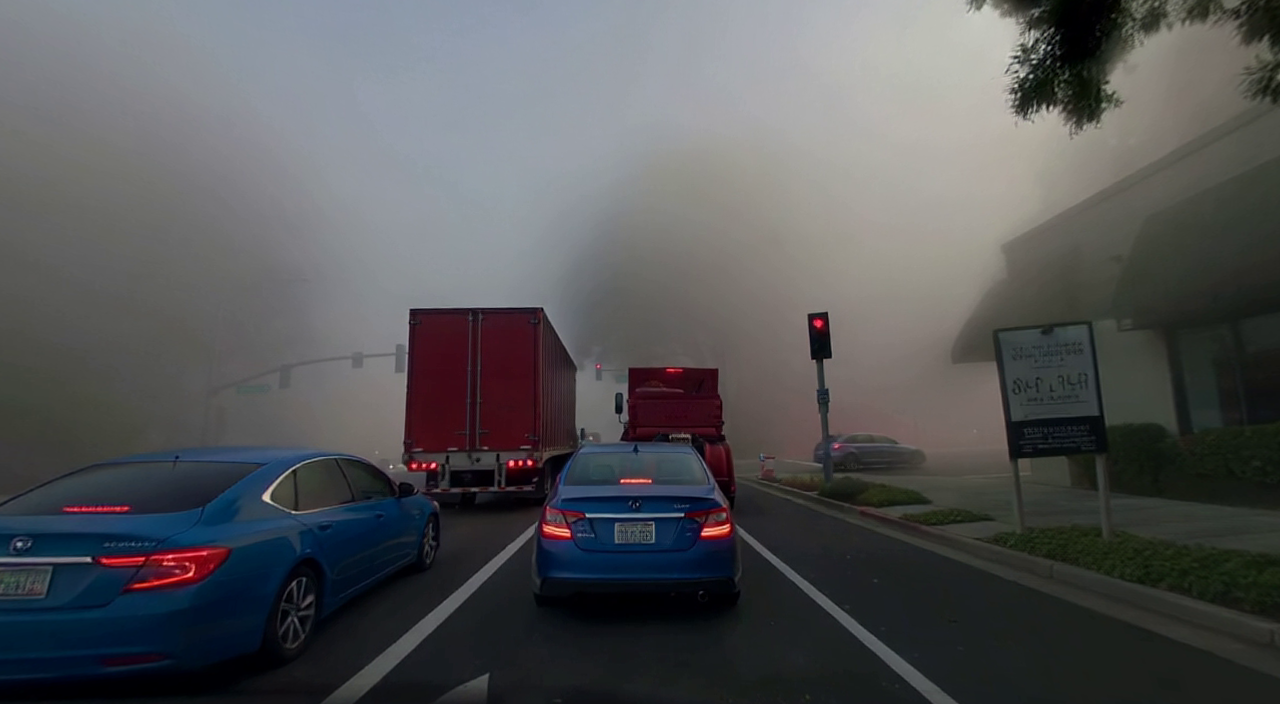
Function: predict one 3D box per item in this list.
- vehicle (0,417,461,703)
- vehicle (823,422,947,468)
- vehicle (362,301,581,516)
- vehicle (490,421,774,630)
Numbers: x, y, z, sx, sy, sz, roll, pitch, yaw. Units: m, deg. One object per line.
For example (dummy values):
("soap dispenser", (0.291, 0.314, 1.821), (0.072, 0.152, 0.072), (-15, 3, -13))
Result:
("vehicle", (-3.102, 1.373, 5.162), (1.969, 1.471, 4.378), (0, -8, 0))
("vehicle", (10.921, 4.177, 28.144), (4.681, 1.713, 1.969), (-2, -10, -10))
("vehicle", (-3.262, 1.472, 14.624), (3.020, 3.800, 7.105), (0, -8, 1))
("vehicle", (-0.113, 1.571, 6.705), (2.067, 1.506, 4.118), (0, -8, -2))
